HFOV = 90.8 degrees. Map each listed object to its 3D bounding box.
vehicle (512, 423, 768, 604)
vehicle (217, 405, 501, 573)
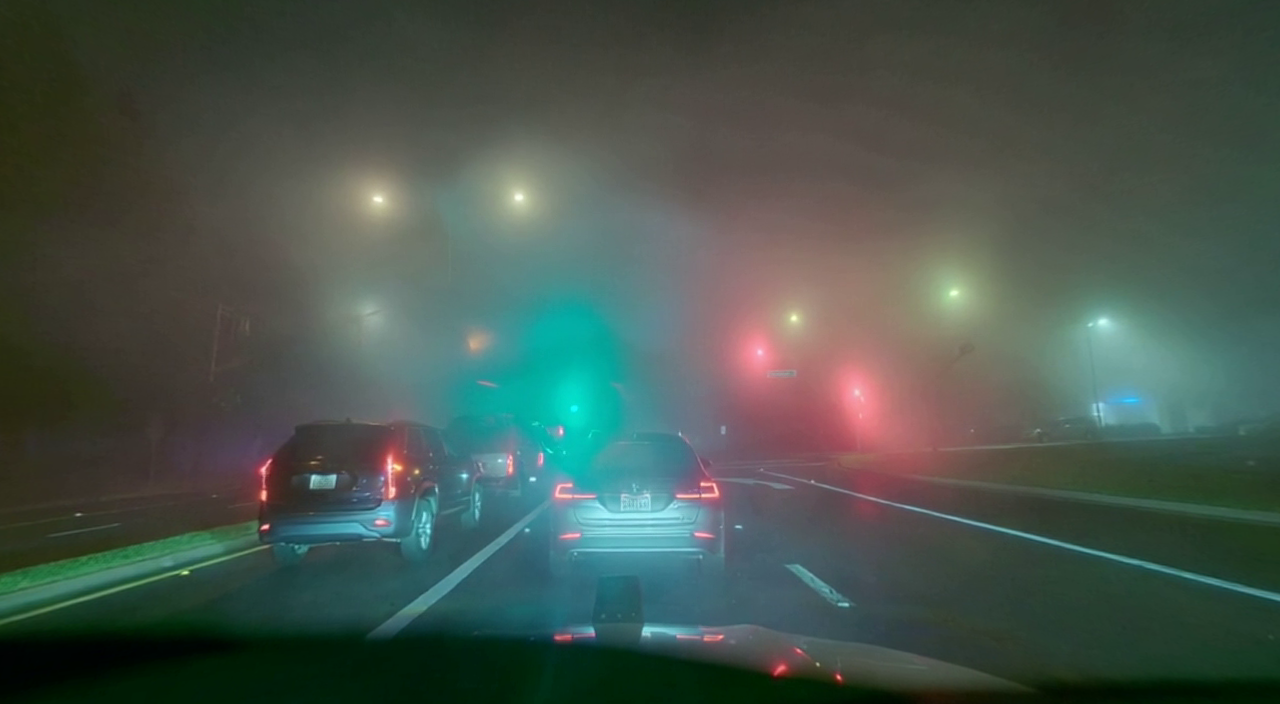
[{"bbox_3d":[-0.056,1.637,7.305,2.126,1.475,3.967,0,-8,-2],"label":"vehicle"},{"bbox_3d":[-3.426,1.755,8.826,2.046,1.751,4.208,0,-8,-1],"label":"vehicle"}]
